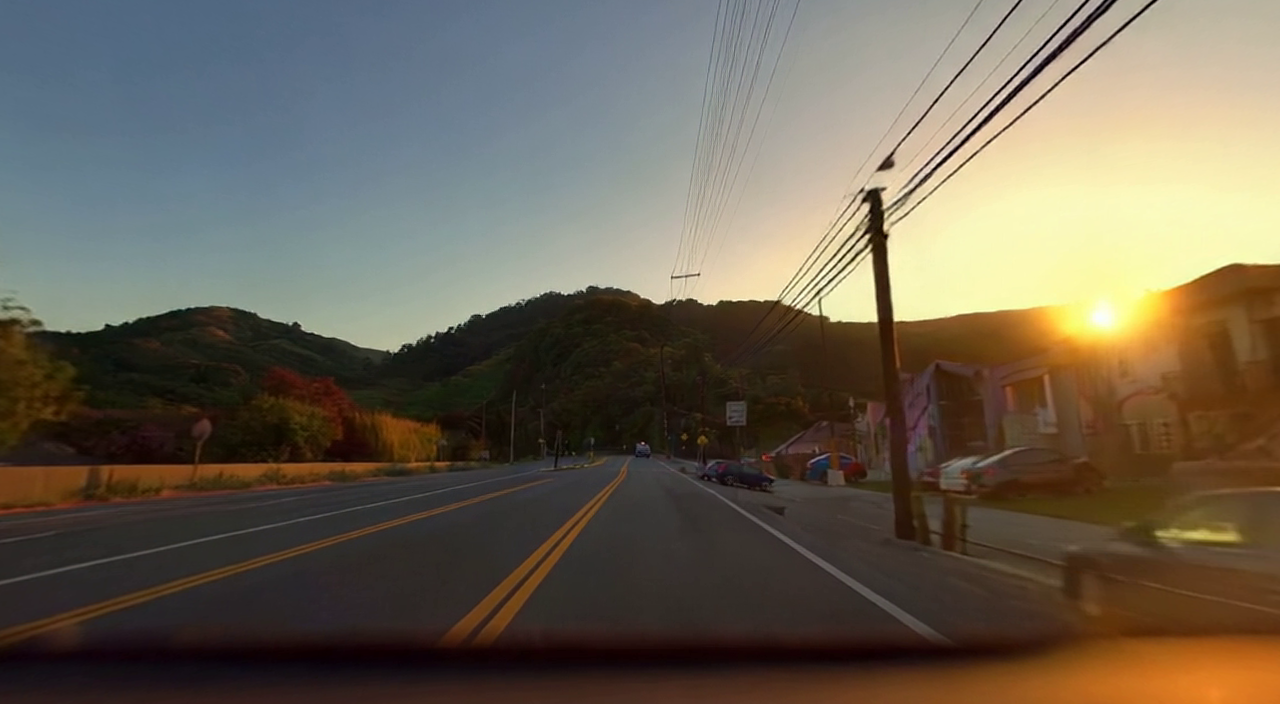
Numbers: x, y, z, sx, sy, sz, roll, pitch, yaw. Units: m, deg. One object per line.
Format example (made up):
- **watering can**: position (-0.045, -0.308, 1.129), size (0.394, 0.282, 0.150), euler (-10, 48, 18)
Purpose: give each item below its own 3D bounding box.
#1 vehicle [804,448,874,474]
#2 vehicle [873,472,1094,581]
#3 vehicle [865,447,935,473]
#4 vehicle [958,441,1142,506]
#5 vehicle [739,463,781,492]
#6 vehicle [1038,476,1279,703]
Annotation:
- **vehicle**: position (15.409, 8.477, 49.150), size (4.798, 1.934, 1.908), euler (0, -8, 1)
- **vehicle**: position (6.048, 3.081, 11.797), size (1.926, 1.497, 3.988), euler (0, -8, 1)
- **vehicle**: position (17.227, 7.143, 42.002), size (3.878, 1.663, 1.752), euler (0, -8, 2)
- **vehicle**: position (14.881, 4.439, 23.212), size (4.982, 1.869, 2.265), euler (-4, -11, 0)
- **vehicle**: position (6.818, 7.166, 36.312), size (1.781, 1.432, 4.169), euler (0, -8, 2)
- **vehicle**: position (6.029, 2.023, 5.493), size (1.966, 1.829, 4.812), euler (-1, -12, 1)
